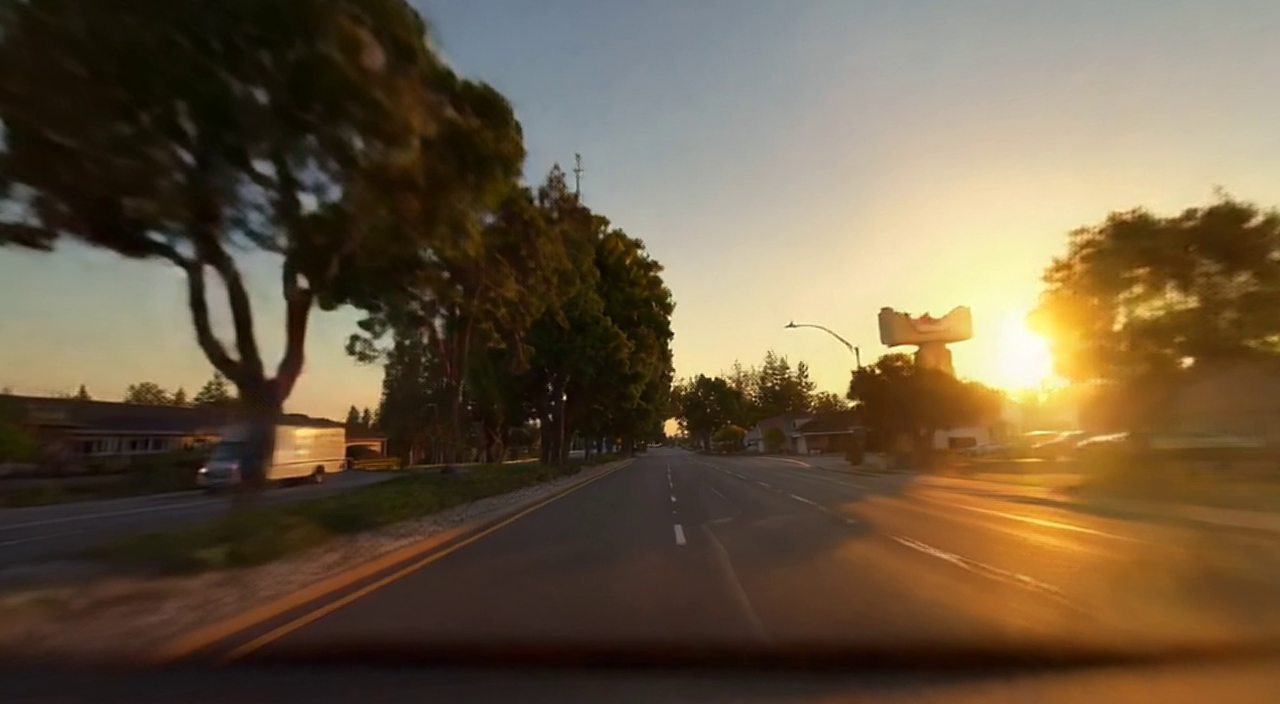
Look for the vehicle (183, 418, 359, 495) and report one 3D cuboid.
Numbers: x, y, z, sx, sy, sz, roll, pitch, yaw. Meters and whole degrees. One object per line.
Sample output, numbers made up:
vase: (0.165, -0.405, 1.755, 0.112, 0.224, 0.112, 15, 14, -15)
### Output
vehicle: (-19.027, 5.481, 33.637, 2.898, 3.487, 9.955, 0, -9, 3)
